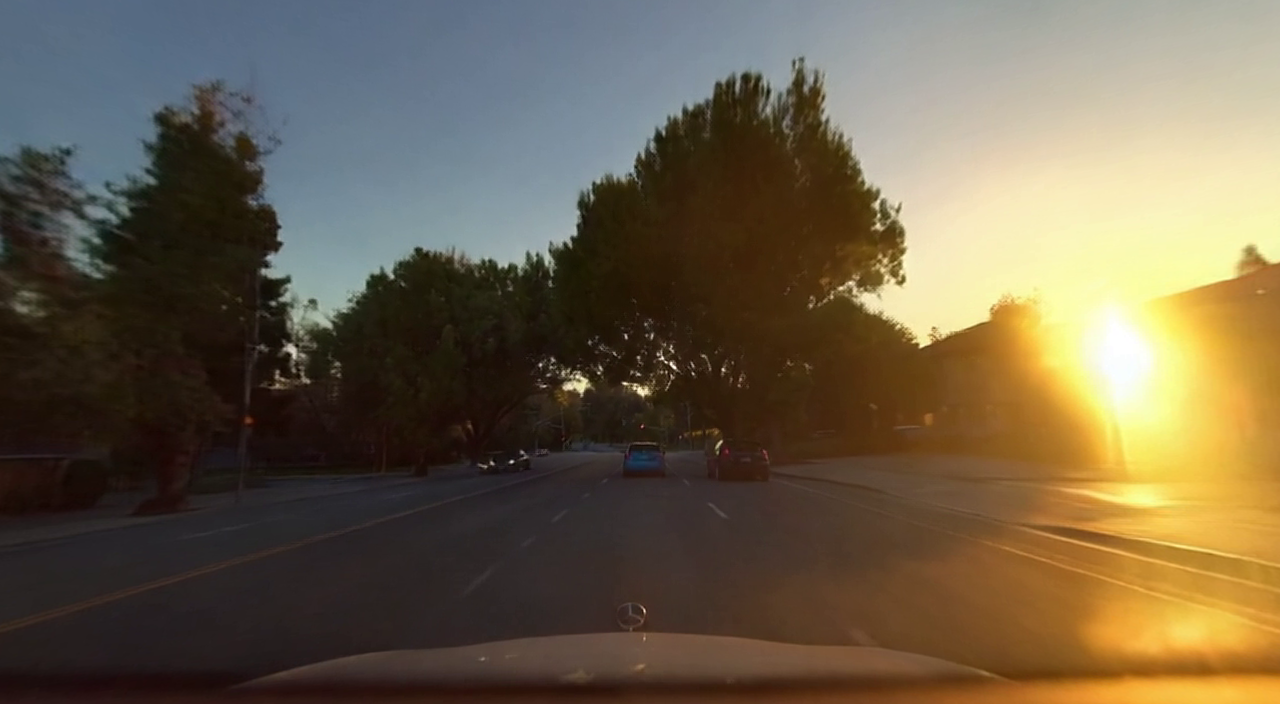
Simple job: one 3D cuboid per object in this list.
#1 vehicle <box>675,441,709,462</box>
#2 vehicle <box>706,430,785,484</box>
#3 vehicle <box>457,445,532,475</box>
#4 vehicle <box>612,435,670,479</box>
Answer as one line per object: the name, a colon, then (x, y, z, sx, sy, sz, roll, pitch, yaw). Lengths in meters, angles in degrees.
vehicle: (3.812, 7.412, 46.898, 2.099, 1.463, 4.130, 0, -9, 0)
vehicle: (3.620, 3.722, 22.523, 2.024, 1.711, 4.512, 0, -9, 0)
vehicle: (-8.984, 6.657, 38.840, 4.296, 1.611, 1.942, -8, -11, 26)
vehicle: (0.061, 4.293, 26.002, 2.200, 1.653, 4.127, -1, -9, 1)
